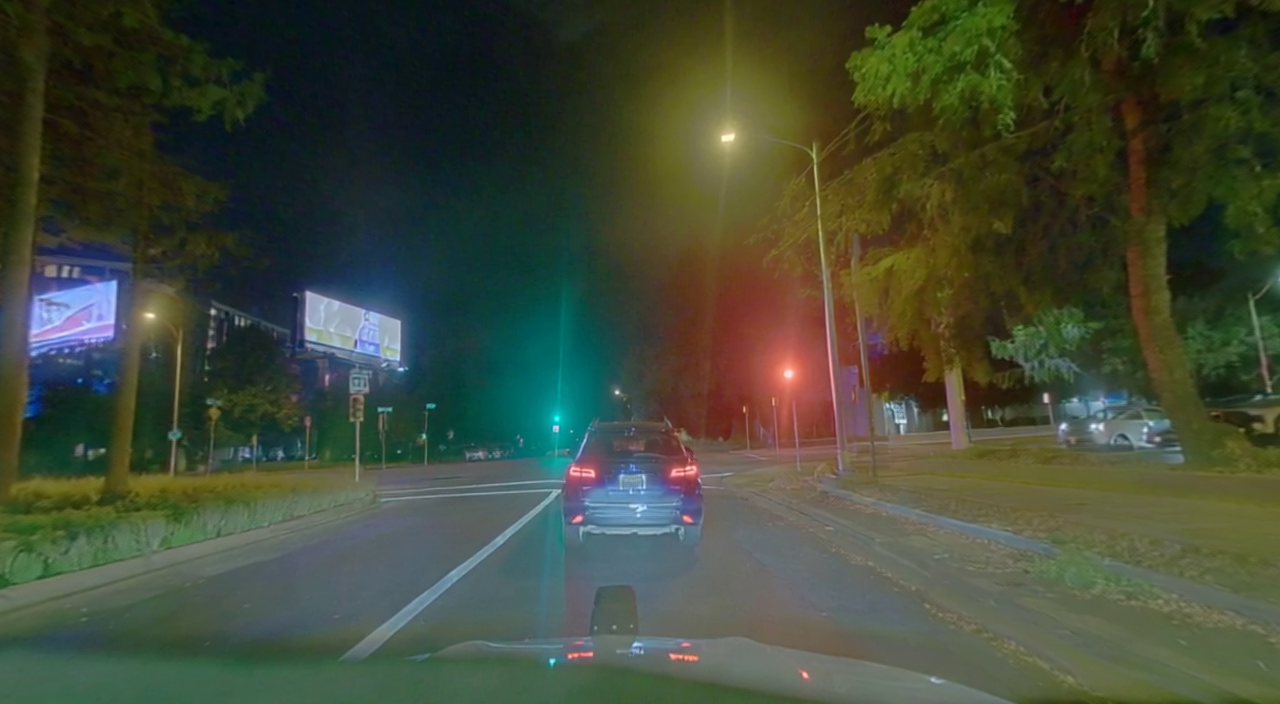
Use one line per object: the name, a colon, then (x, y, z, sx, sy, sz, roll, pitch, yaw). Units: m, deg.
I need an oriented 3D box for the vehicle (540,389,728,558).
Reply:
vehicle: (-0.082, 1.656, 9.181, 2.142, 1.904, 3.816, 0, -8, 0)
